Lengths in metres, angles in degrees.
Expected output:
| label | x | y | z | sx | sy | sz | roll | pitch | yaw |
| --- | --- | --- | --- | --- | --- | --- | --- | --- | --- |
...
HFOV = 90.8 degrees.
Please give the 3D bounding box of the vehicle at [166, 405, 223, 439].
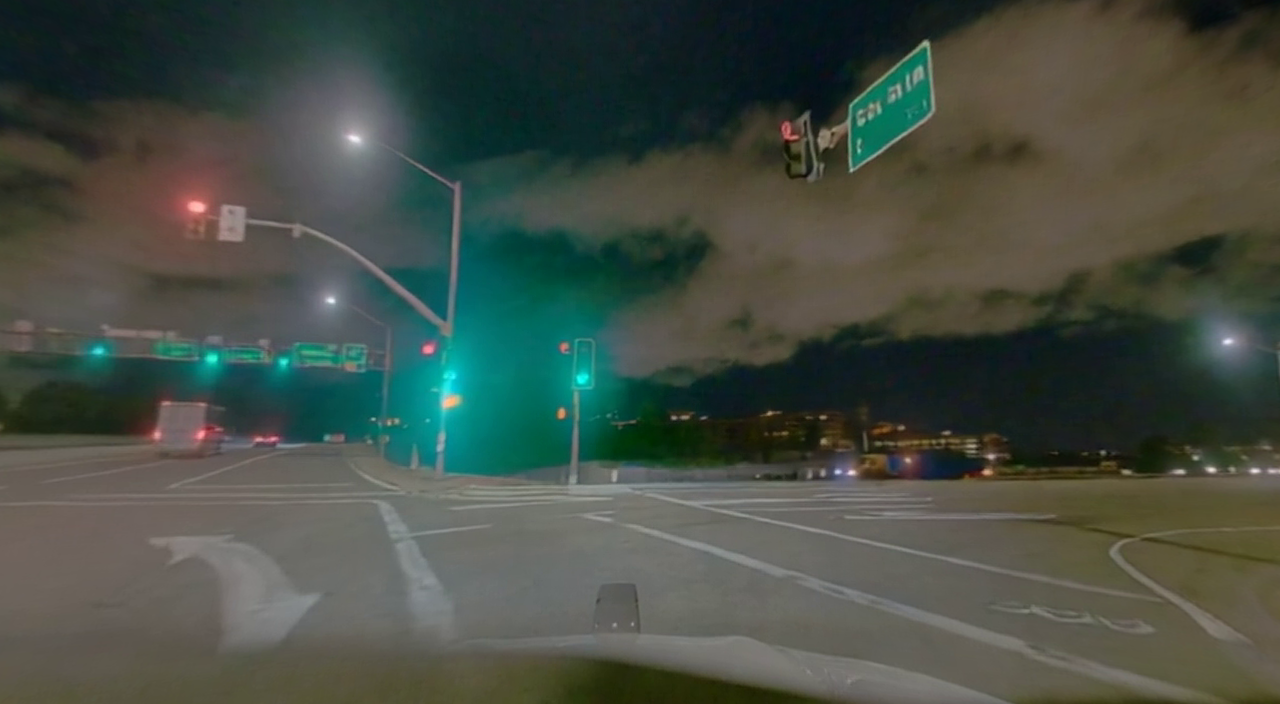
| label | x | y | z | sx | sy | sz | roll | pitch | yaw |
| --- | --- | --- | --- | --- | --- | --- | --- | --- | --- |
| vehicle | -34.375 | 5.523 | 48.946 | 2.698 | 2.312 | 7.326 | 5 | -10 | -29 |
